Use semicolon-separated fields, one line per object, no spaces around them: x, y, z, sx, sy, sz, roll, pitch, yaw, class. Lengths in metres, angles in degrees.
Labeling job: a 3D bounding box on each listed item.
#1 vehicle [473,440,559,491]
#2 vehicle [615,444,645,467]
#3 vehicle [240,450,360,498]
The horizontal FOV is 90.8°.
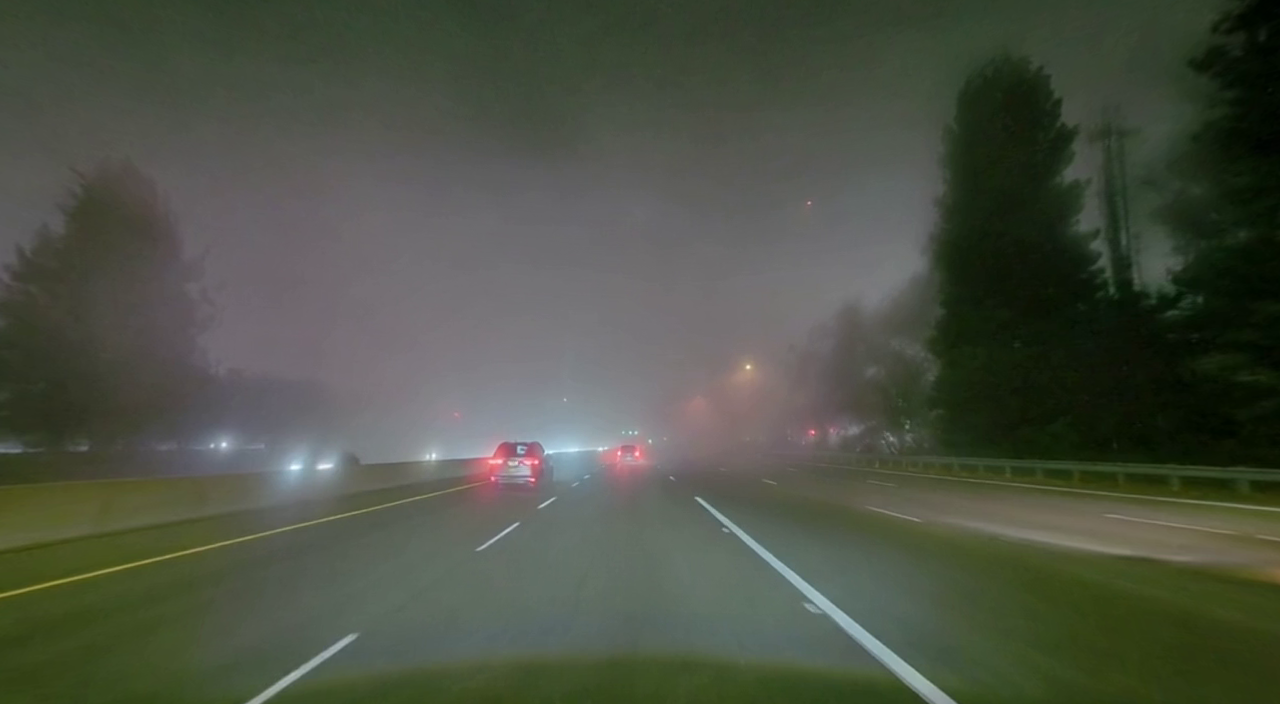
-3.908;3.666;20.782;1.886;1.465;4.625;0;-9;0;vehicle
-0.708;7.178;43.898;1.997;1.485;4.094;0;-9;-1;vehicle
-13.945;4.975;26.257;2.404;1.723;4.354;0;-8;2;vehicle
